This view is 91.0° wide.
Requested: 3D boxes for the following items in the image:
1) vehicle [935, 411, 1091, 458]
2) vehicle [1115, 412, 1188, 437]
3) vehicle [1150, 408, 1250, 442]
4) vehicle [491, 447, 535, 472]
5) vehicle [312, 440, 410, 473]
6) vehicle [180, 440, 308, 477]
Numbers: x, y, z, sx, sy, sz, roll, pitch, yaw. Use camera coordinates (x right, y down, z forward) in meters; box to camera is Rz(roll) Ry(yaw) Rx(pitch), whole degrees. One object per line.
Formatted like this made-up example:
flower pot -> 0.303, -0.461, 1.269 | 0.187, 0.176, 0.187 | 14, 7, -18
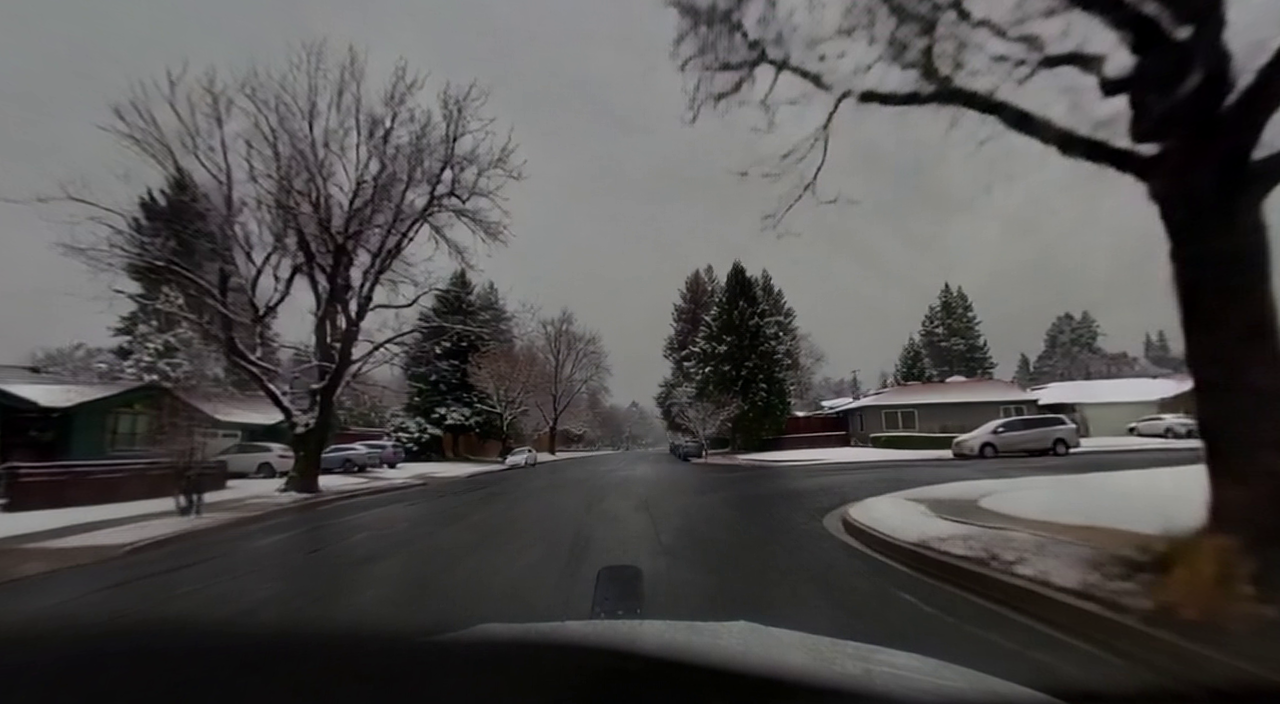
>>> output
vehicle -> 17.569, 3.954, 29.795 | 6.088, 2.084, 2.337 | 1, -10, -9
vehicle -> 35.258, 5.068, 43.521 | 1.971, 1.581, 4.495 | -2, -9, 12
vehicle -> 34.346, 4.534, 38.772 | 2.029, 1.747, 4.373 | 0, -11, 0
vehicle -> -8.313, 7.075, 41.664 | 2.040, 1.525, 5.212 | 0, -9, -2
vehicle -> -16.147, 6.077, 36.621 | 4.683, 1.849, 2.044 | 0, -9, -5
vehicle -> -18.483, 5.002, 29.651 | 1.829, 1.584, 4.748 | -5, -10, 27
